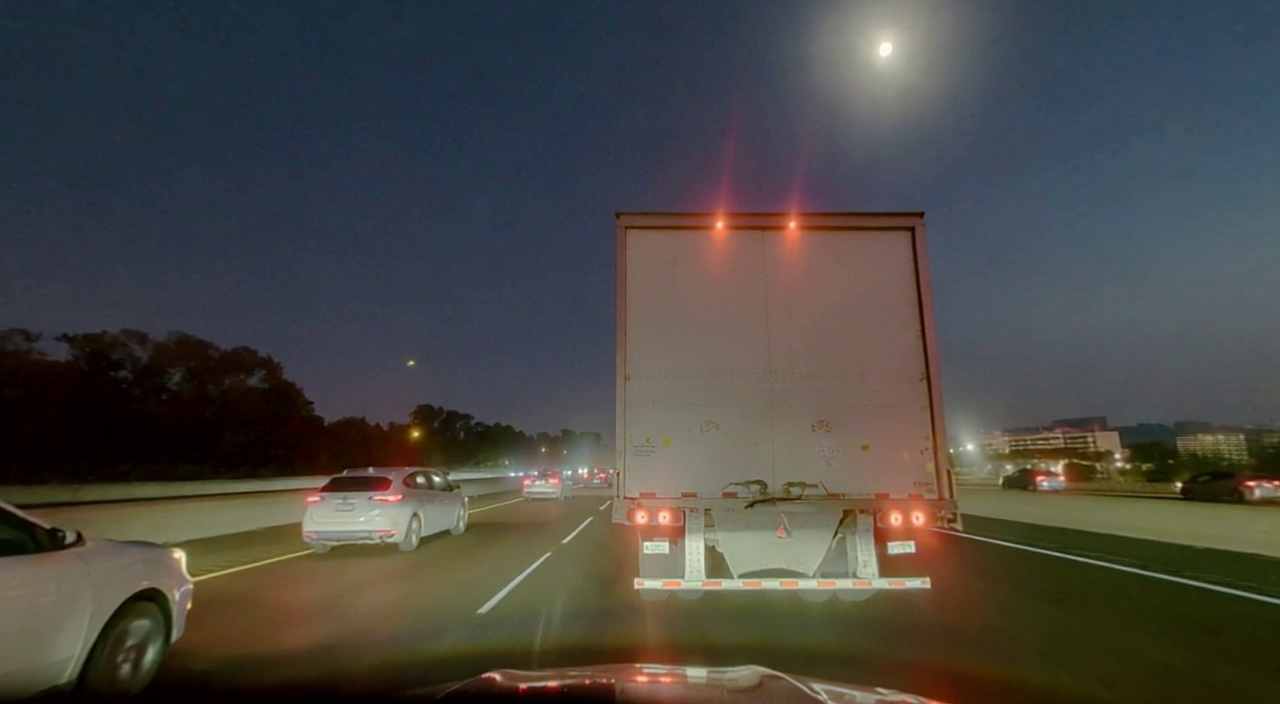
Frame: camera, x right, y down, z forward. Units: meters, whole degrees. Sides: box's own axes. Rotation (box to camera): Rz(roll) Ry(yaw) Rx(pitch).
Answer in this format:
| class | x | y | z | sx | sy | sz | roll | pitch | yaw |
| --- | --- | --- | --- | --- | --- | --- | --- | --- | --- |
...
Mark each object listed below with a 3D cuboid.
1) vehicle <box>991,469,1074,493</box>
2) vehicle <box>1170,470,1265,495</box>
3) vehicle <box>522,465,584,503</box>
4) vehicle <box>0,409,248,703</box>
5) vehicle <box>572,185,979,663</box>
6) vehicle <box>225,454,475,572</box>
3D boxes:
| class | x | y | z | sx | sy | sz | roll | pitch | yaw |
| --- | --- | --- | --- | --- | --- | --- | --- | --- | --- |
| vehicle | 25.917 | 8.548 | 41.758 | 4.299 | 1.465 | 1.807 | -4 | -11 | 22 |
| vehicle | 36.246 | 8.190 | 39.607 | 3.974 | 1.485 | 1.709 | -1 | -11 | 7 |
| vehicle | -3.687 | 5.698 | 27.405 | 1.964 | 1.482 | 4.371 | 0 | -11 | 1 |
| vehicle | -3.467 | 0.804 | 1.486 | 1.983 | 1.509 | 4.679 | 0 | -11 | 1 |
| vehicle | 0.927 | 1.214 | 8.977 | 2.831 | 3.529 | 8.689 | 1 | -11 | 0 |
| vehicle | -4.295 | 2.471 | 10.313 | 1.946 | 1.469 | 4.431 | 1 | -11 | 0 |
